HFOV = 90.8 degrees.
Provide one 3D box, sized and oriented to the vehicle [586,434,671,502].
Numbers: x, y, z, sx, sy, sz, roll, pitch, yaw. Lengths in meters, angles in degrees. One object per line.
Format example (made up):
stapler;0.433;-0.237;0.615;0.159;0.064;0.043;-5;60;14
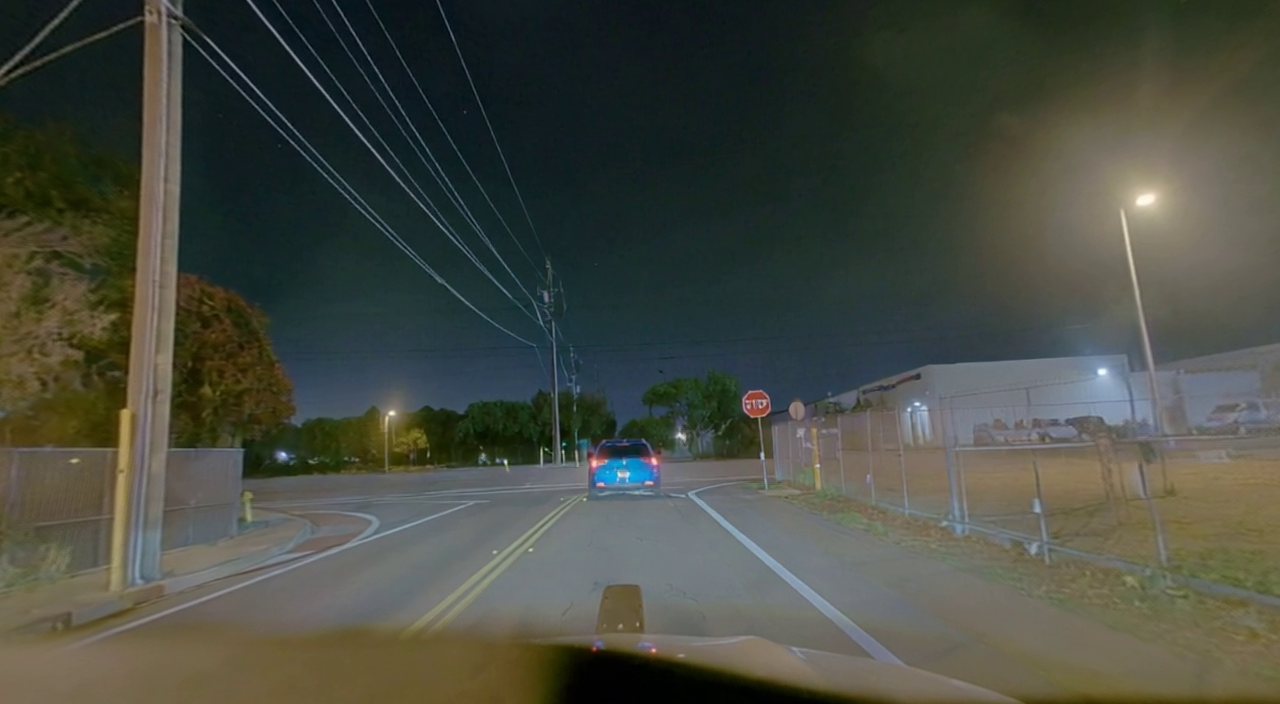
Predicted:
vehicle;-0.388;3.224;18.036;2.137;1.698;4.166;0;-8;-3
